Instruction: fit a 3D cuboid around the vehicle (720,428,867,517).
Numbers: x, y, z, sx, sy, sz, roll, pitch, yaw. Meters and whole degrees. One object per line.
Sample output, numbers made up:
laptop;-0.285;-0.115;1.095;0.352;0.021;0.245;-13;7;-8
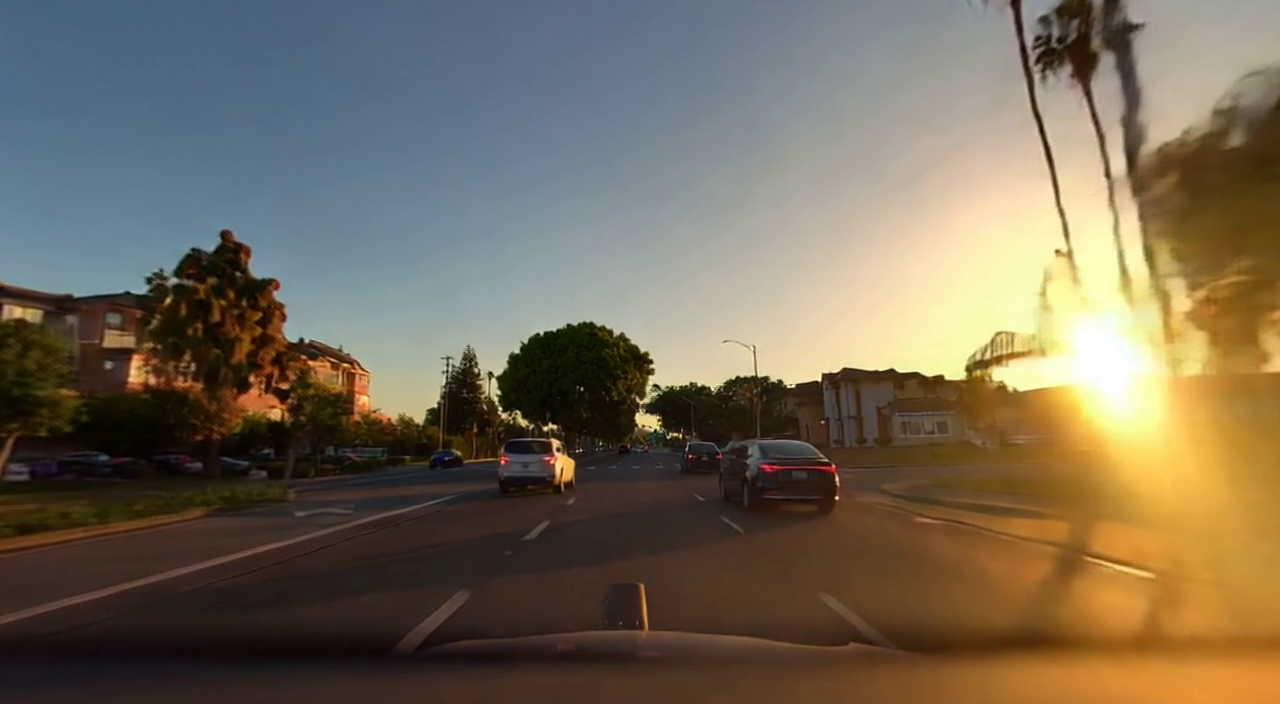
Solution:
vehicle;3.223;2.630;14.232;2.084;1.682;4.148;1;-8;-3

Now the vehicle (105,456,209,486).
vehicle;-29.007;7.121;37.872;4.586;1.513;1.973;-2;-9;-2

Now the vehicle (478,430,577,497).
vehicle;-3.194;3.275;18.853;2.084;1.735;4.528;0;-8;1

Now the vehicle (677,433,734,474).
vehicle;3.216;5.125;31.988;2.244;1.901;4.561;0;-8;-2
